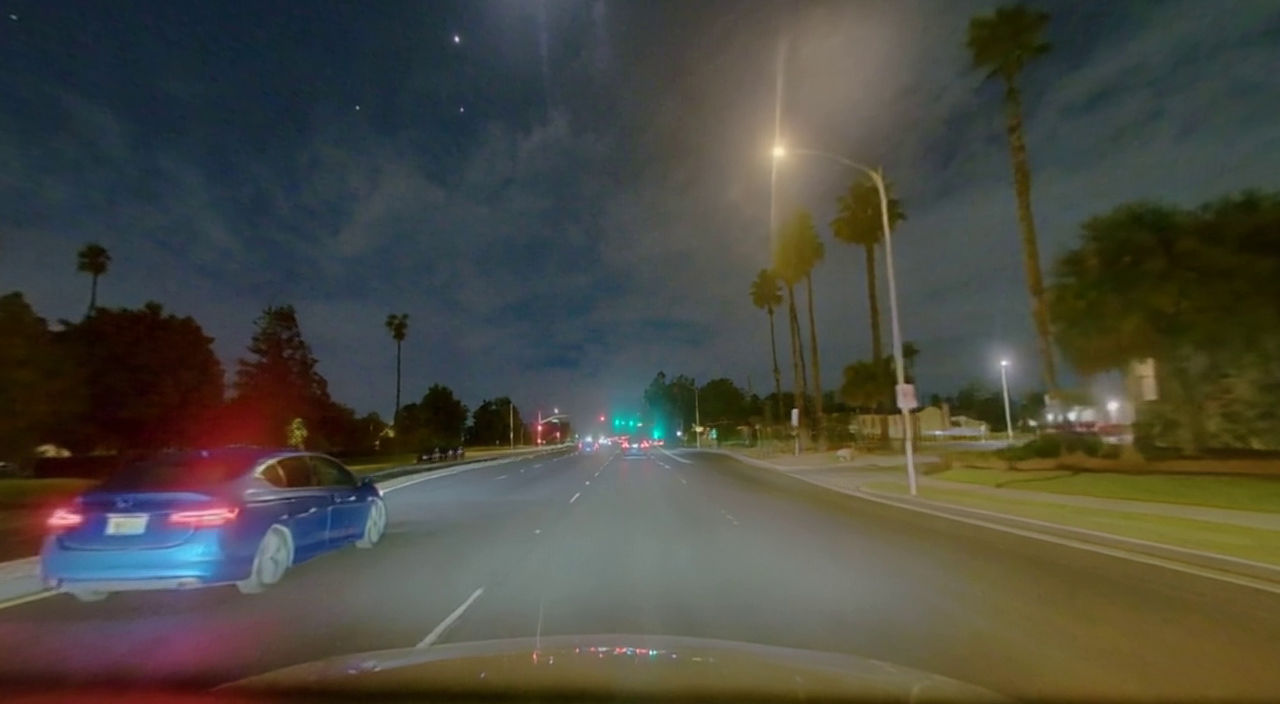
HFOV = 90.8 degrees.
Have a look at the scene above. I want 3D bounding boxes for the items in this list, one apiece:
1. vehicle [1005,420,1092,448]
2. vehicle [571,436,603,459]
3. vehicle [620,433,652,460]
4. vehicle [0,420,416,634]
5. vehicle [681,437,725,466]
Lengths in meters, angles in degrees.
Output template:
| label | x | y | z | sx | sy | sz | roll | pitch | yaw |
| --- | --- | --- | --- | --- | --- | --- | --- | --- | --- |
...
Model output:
| label | x | y | z | sx | sy | sz | roll | pitch | yaw |
| --- | --- | --- | --- | --- | --- | --- | --- | --- | --- |
| vehicle | 23.711 | 4.810 | 36.850 | 1.754 | 1.504 | 4.090 | 2 | -9 | -14 |
| vehicle | -3.800 | 6.936 | 45.910 | 2.000 | 1.569 | 3.794 | 0 | -8 | -1 |
| vehicle | -0.287 | 6.414 | 42.865 | 2.043 | 1.734 | 4.253 | 0 | -8 | -1 |
| vehicle | -4.014 | 1.542 | 6.693 | 1.844 | 1.451 | 4.543 | 0 | -8 | -3 |
| vehicle | 3.346 | 5.397 | 34.368 | 1.830 | 1.451 | 4.009 | 0 | -8 | -2 |
